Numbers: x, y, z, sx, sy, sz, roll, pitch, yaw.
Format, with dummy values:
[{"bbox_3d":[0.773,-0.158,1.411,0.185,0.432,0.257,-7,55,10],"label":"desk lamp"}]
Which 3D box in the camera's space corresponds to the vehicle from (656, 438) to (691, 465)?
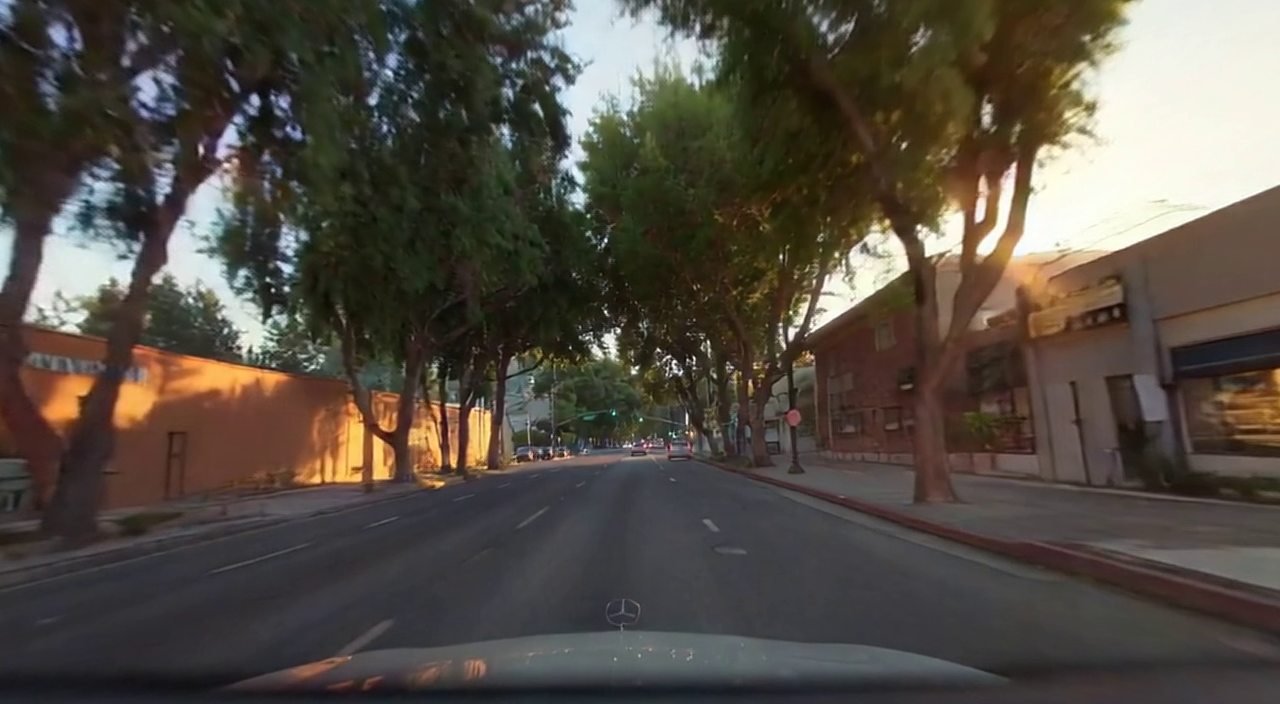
[{"bbox_3d":[2.567,7.851,49.907,2.268,1.954,5.213,0,-9,-2],"label":"vehicle"}]
